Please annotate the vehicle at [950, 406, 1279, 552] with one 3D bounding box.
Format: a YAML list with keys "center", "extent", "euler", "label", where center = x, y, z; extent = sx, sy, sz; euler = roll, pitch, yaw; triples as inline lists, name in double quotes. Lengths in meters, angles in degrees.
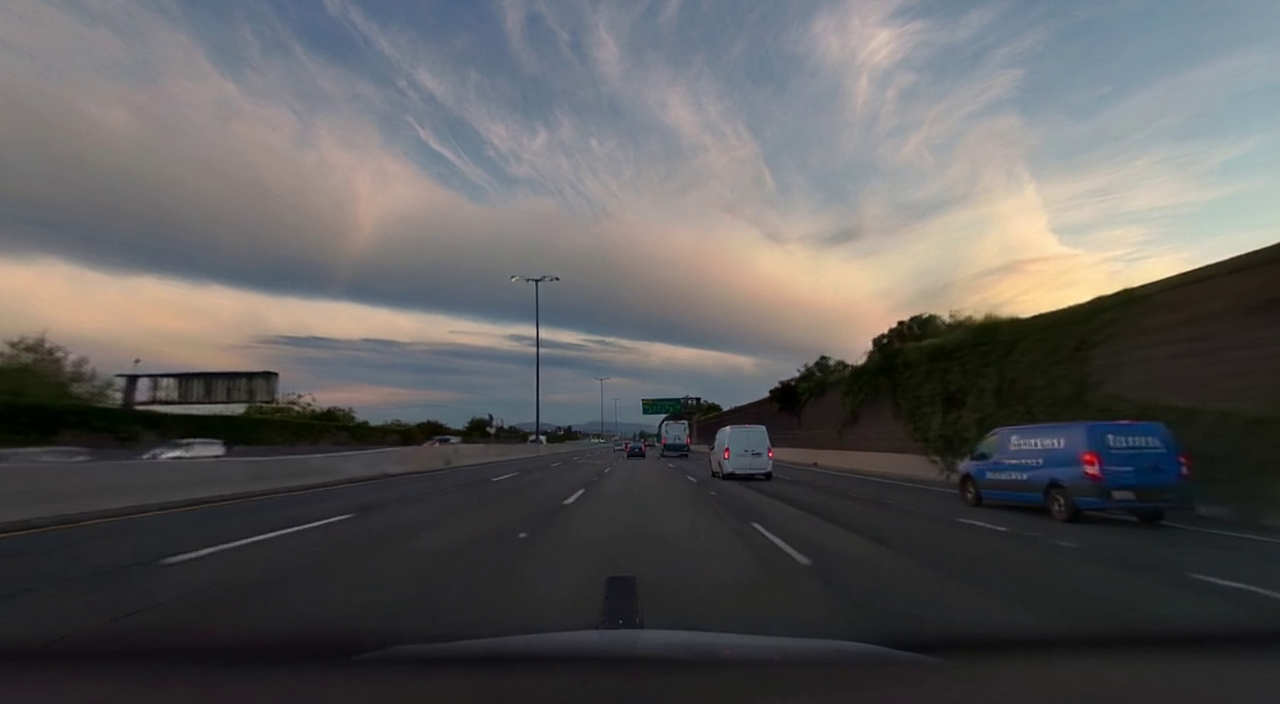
- center: [7.525, 1.945, 10.386]
  extent: [2.266, 1.799, 4.947]
  euler: [0, -8, -1]
  label: "vehicle"

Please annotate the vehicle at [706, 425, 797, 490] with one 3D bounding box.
- center: [3.583, 3.511, 21.326]
  extent: [2.035, 1.931, 4.841]
  euler: [0, -9, -2]
  label: "vehicle"

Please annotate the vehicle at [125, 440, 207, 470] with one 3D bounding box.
- center: [-28.705, 6.253, 38.449]
  extent: [1.877, 1.692, 3.983]
  euler: [0, -8, 0]
  label: "vehicle"
